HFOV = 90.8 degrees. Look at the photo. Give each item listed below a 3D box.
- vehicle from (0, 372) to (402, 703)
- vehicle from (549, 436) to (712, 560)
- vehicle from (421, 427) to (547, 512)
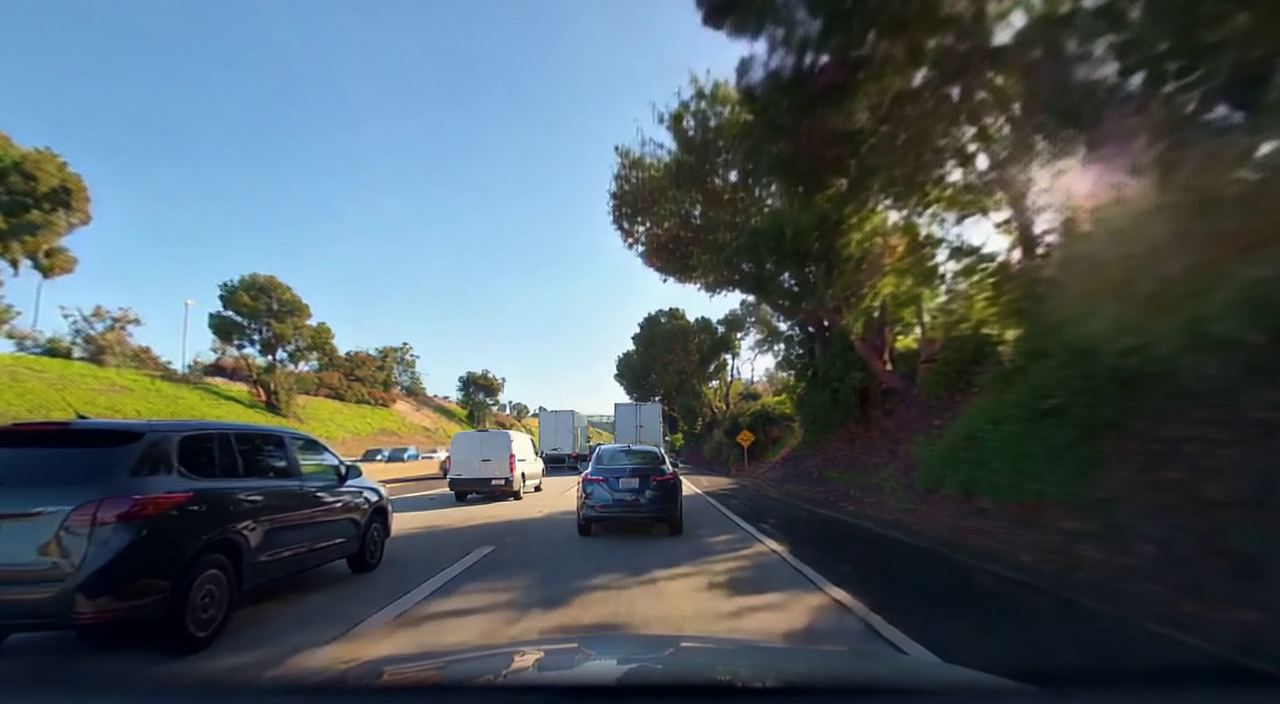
[{"bbox_3d":[-3.666,1.250,4.712,2.029,1.656,4.437,0,-9,0],"label":"vehicle"},{"bbox_3d":[-0.125,2.065,9.514,1.995,1.495,3.380,0,-9,0],"label":"vehicle"},{"bbox_3d":[-3.955,3.073,16.897,2.055,1.913,4.584,-1,-9,2],"label":"vehicle"}]
